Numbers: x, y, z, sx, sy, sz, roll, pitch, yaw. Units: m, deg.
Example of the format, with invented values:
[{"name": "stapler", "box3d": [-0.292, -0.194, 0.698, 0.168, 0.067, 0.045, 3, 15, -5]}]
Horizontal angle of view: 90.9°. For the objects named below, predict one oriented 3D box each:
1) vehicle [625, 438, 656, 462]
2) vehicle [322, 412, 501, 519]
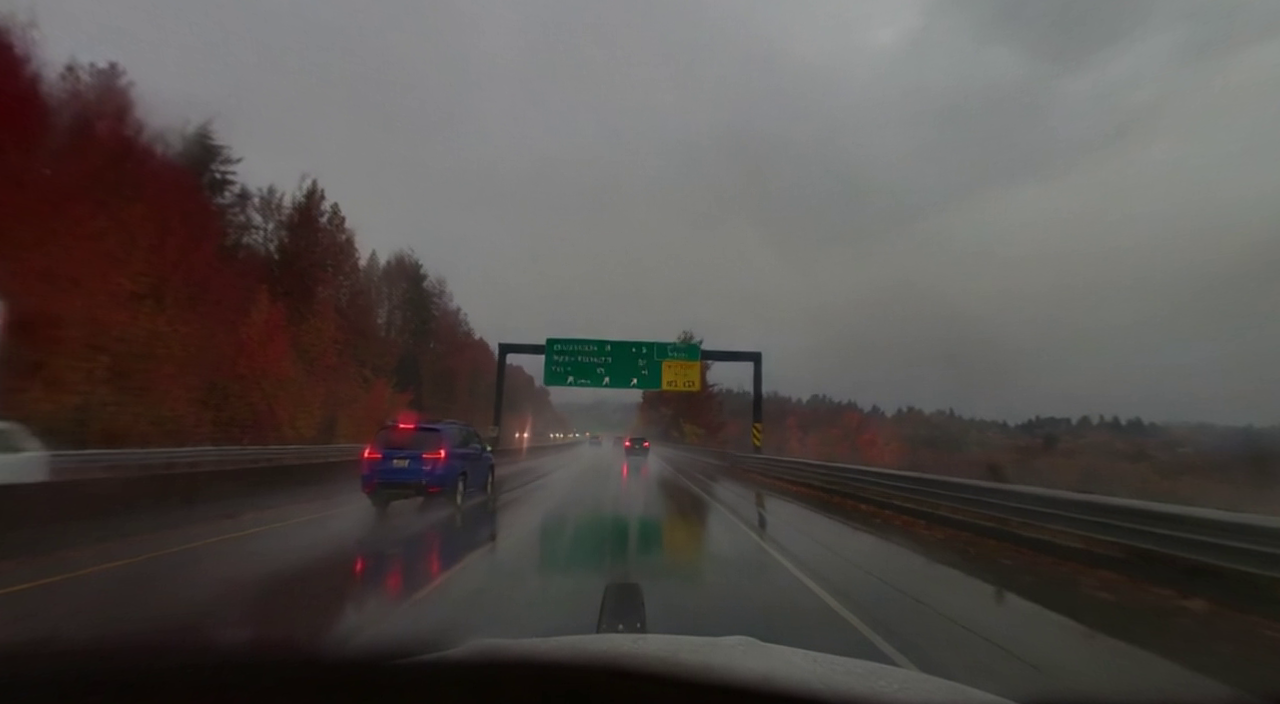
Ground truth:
[{"name": "vehicle", "box3d": [0.025, 6.391, 41.271, 1.939, 1.497, 3.863, 0, -8, 0]}, {"name": "vehicle", "box3d": [-4.204, 2.157, 12.440, 1.924, 1.720, 4.195, 0, -8, 0]}]
